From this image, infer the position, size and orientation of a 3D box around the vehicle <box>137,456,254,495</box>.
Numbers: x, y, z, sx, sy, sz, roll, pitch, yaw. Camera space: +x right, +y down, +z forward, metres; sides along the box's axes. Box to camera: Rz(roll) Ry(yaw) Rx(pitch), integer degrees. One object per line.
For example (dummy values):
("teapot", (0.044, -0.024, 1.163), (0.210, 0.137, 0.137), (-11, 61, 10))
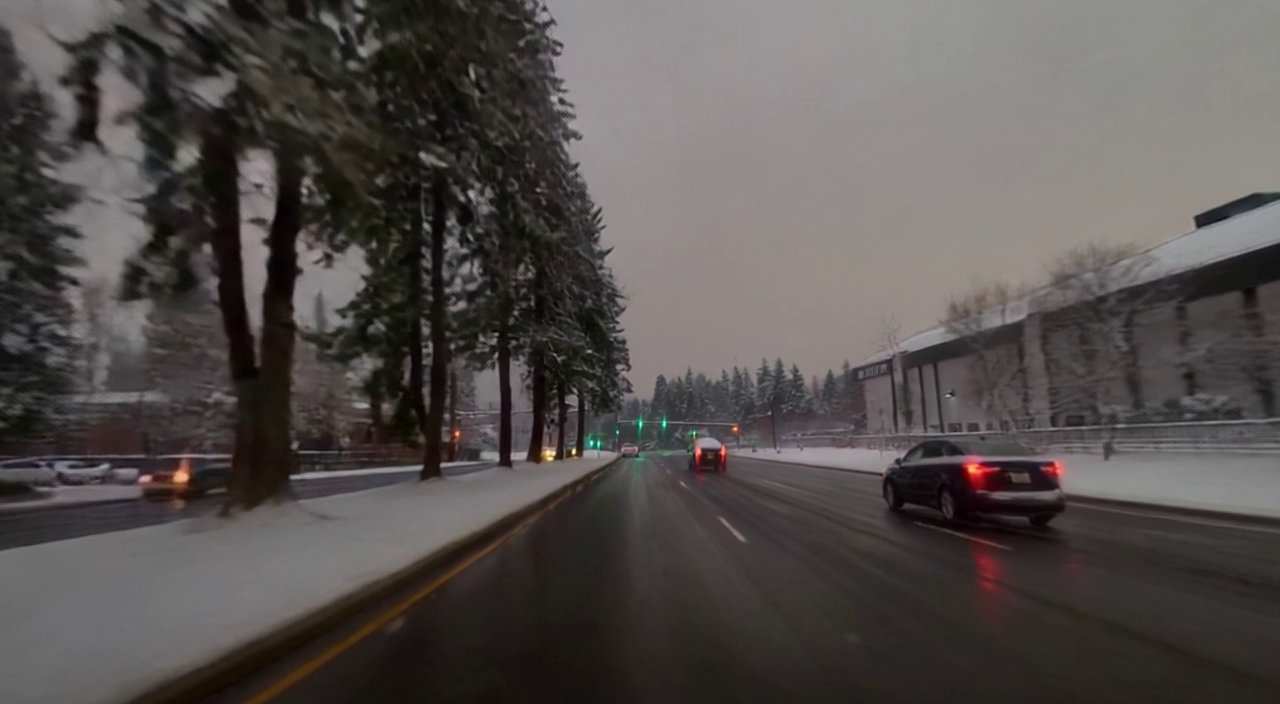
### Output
("vehicle", (-20.578, 5.708, 29.543), (1.950, 1.604, 4.756), (0, -9, 1))

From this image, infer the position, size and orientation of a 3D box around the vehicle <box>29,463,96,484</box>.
("vehicle", (-43.999, 9.243, 48.215), (1.702, 1.416, 3.637), (0, -9, -2))

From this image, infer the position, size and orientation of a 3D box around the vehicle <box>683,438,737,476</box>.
("vehicle", (3.458, 5.297, 32.198), (2.095, 1.759, 4.862), (0, -9, -1))

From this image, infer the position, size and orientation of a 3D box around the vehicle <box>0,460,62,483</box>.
("vehicle", (-46.866, 9.121, 48.299), (1.703, 1.544, 3.745), (0, -9, -1))

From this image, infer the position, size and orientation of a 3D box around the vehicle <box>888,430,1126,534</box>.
("vehicle", (6.653, 2.383, 12.179), (2.000, 1.618, 4.238), (0, -9, 0))

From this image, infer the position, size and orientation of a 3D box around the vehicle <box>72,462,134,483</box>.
("vehicle", (-41.096, 9.214, 48.419), (1.640, 1.377, 3.557), (0, -9, -1))

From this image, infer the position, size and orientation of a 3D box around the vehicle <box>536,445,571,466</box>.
("vehicle", (-6.550, 7.836, 47.988), (1.970, 1.483, 4.269), (0, -9, 1))
